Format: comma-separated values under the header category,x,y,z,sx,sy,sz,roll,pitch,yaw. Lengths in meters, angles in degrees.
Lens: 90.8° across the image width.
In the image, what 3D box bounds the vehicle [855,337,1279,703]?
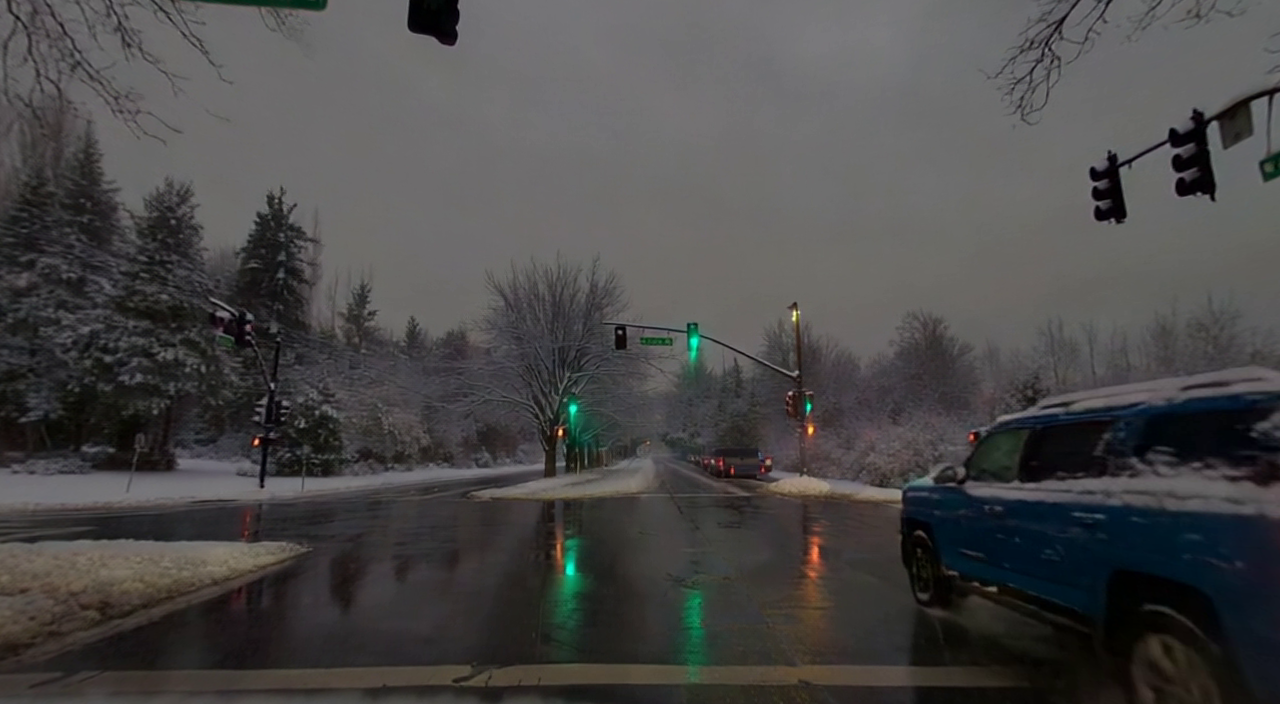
category,x,y,z,sx,sy,sz,roll,pitch,yaw
vehicle,3.205,1.019,3.691,2.140,1.655,4.786,0,-8,-1

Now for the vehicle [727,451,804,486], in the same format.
category,x,y,z,sx,sy,sz,roll,pitch,yaw
vehicle,8.844,8.261,45.426,2.771,2.214,7.159,2,-9,-12
